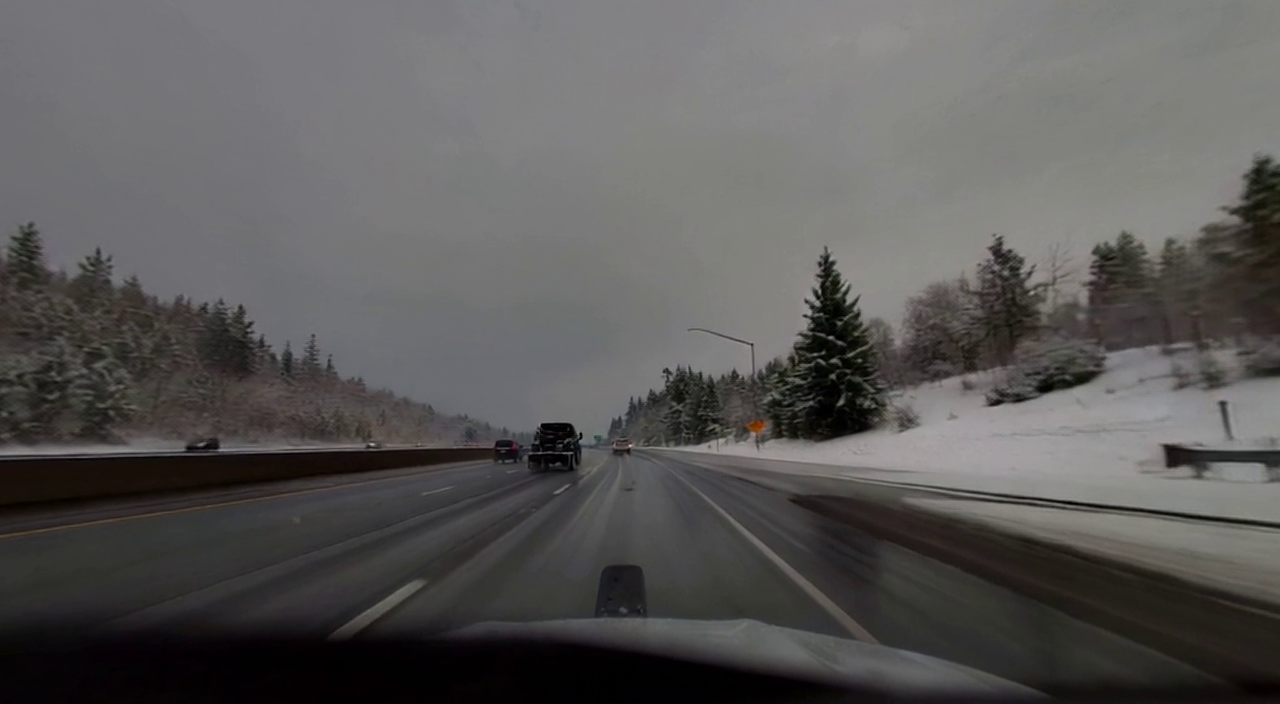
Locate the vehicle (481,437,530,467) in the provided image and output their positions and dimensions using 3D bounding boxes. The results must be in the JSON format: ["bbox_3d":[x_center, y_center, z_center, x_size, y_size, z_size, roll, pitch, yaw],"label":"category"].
[{"bbox_3d":[-8.256,6.183,39.085,2.078,1.729,4.722,0,-9,-1],"label":"vehicle"}]

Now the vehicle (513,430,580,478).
[{"bbox_3d":[-3.676,4.092,25.325,2.194,1.766,3.720,0,-9,-1],"label":"vehicle"}]
